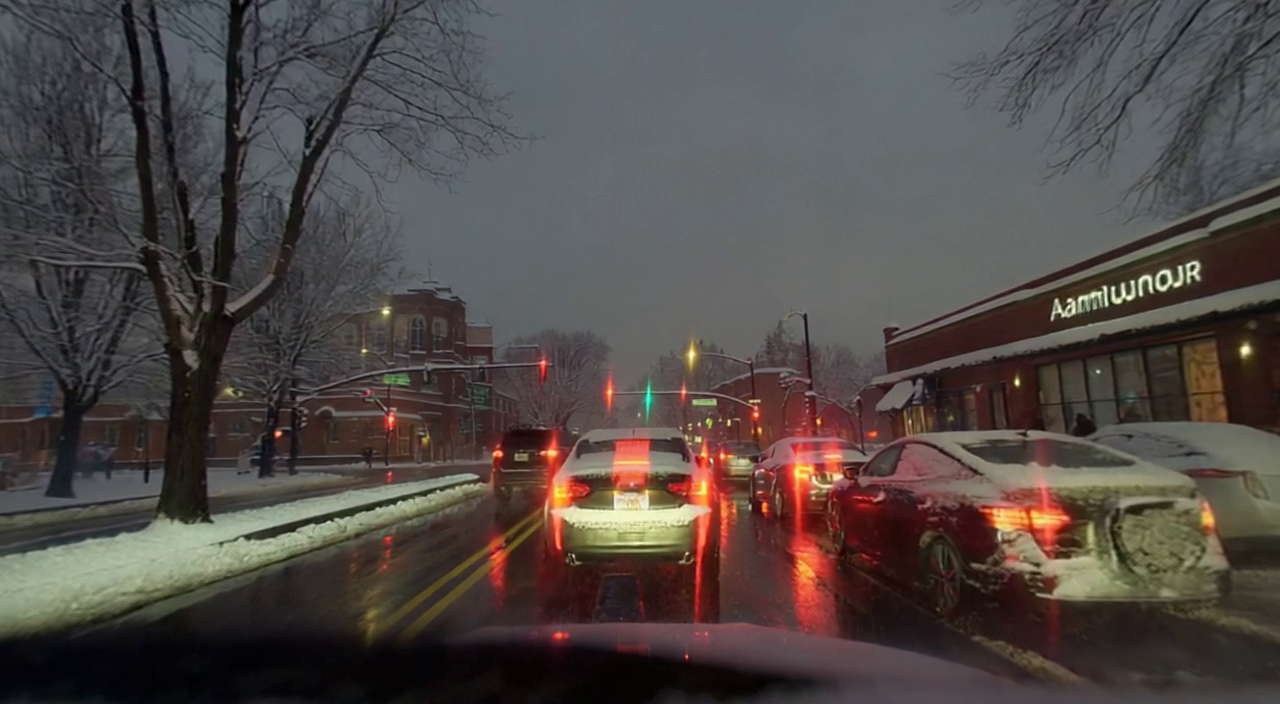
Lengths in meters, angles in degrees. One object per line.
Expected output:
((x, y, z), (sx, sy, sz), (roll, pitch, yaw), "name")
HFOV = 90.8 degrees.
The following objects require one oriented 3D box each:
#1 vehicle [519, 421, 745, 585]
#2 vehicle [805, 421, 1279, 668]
((-0.111, 1.718, 8.007), (2.118, 1.512, 4.013), (0, -9, -1), "vehicle")
((3.217, 1.495, 6.124), (1.912, 1.454, 4.537), (0, -9, -1), "vehicle")
